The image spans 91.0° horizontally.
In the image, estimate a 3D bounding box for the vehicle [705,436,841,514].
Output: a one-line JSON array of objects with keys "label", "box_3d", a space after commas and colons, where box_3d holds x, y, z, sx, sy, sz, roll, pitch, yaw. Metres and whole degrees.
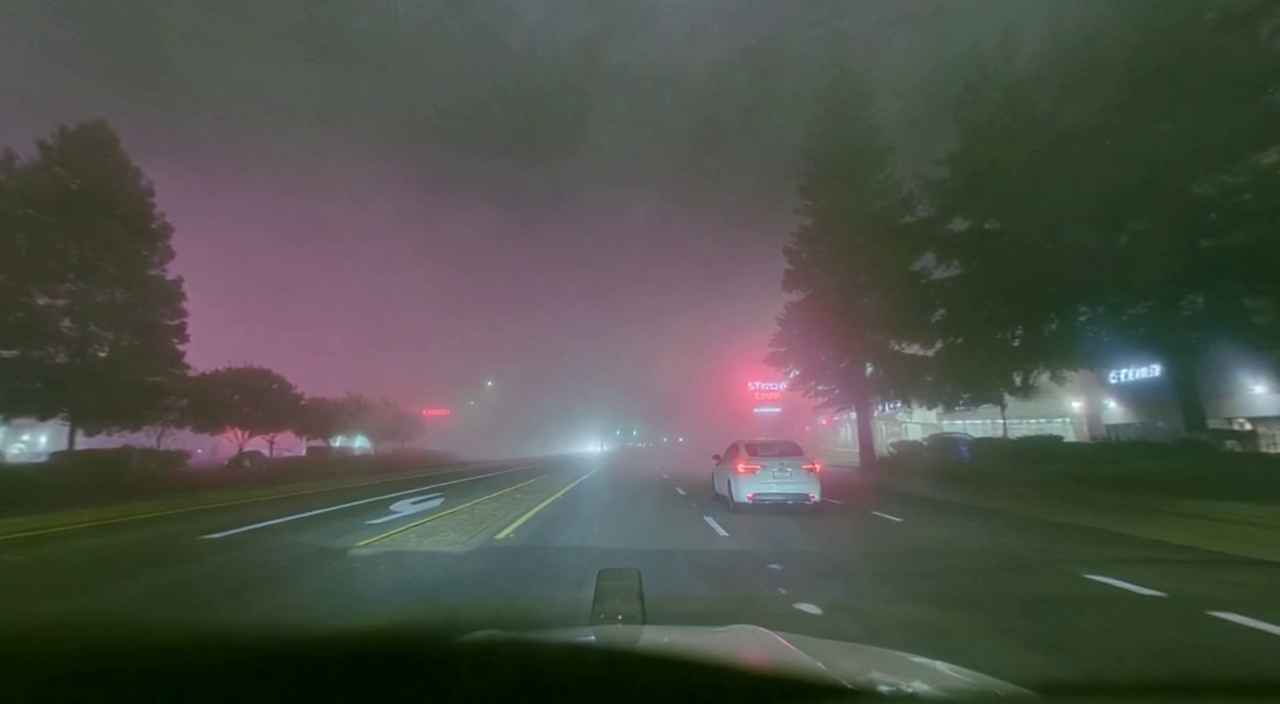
[{"label": "vehicle", "box_3d": [2.806, 2.708, 14.421, 2.015, 1.479, 4.444, 0, -9, -2]}]

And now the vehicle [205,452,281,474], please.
[{"label": "vehicle", "box_3d": [-27.502, 7.693, 43.752, 4.294, 1.417, 1.802, 5, -10, -29]}]
